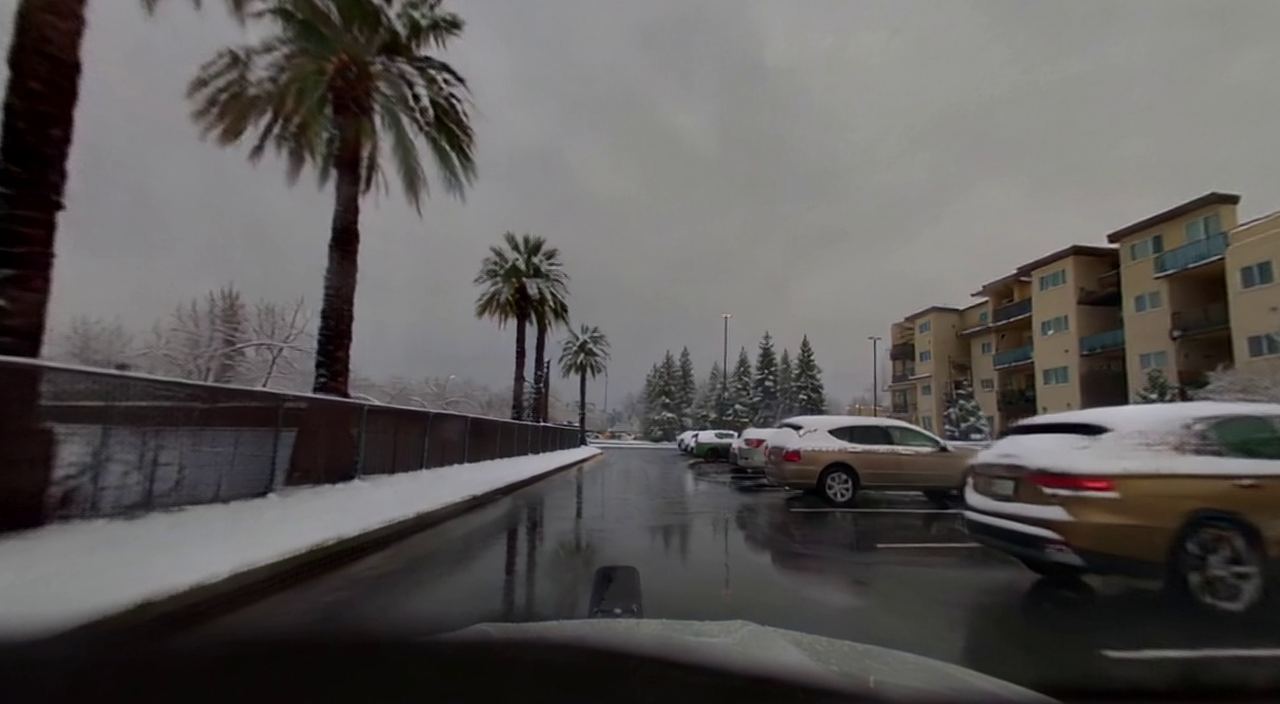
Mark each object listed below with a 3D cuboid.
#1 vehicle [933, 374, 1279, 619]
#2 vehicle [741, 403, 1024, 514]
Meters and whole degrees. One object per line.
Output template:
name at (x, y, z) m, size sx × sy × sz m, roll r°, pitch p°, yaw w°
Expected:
vehicle at (5.985, 1.240, 5.998) m, size 5.381 × 1.826 × 2.047 m, roll 0°, pitch -8°, yaw -3°
vehicle at (5.320, 2.372, 14.558) m, size 5.639 × 2.033 × 2.172 m, roll 2°, pitch -7°, yaw 4°
